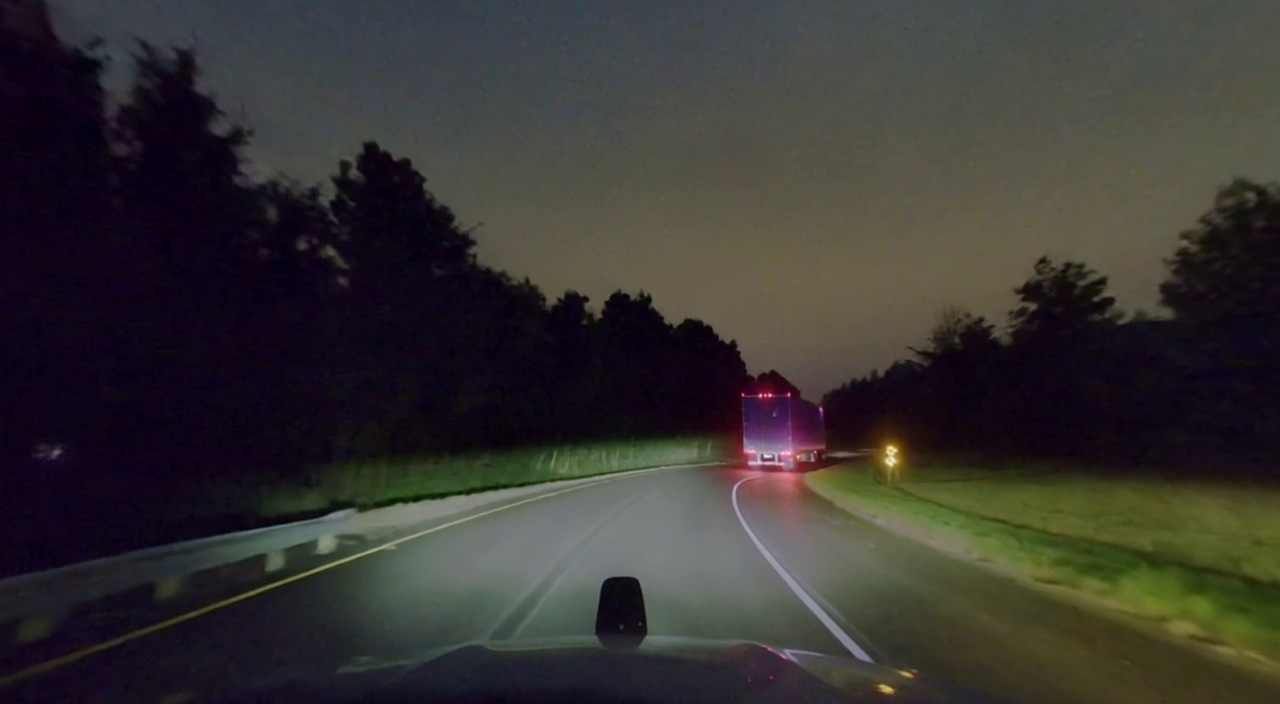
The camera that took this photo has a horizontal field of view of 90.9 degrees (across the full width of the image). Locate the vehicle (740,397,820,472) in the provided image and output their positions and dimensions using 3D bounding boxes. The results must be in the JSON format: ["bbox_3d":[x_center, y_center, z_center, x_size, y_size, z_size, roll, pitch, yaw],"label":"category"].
[{"bbox_3d":[9.706,5.683,42.048,3.087,4.178,13.682,-3,-10,21],"label":"vehicle"}]
